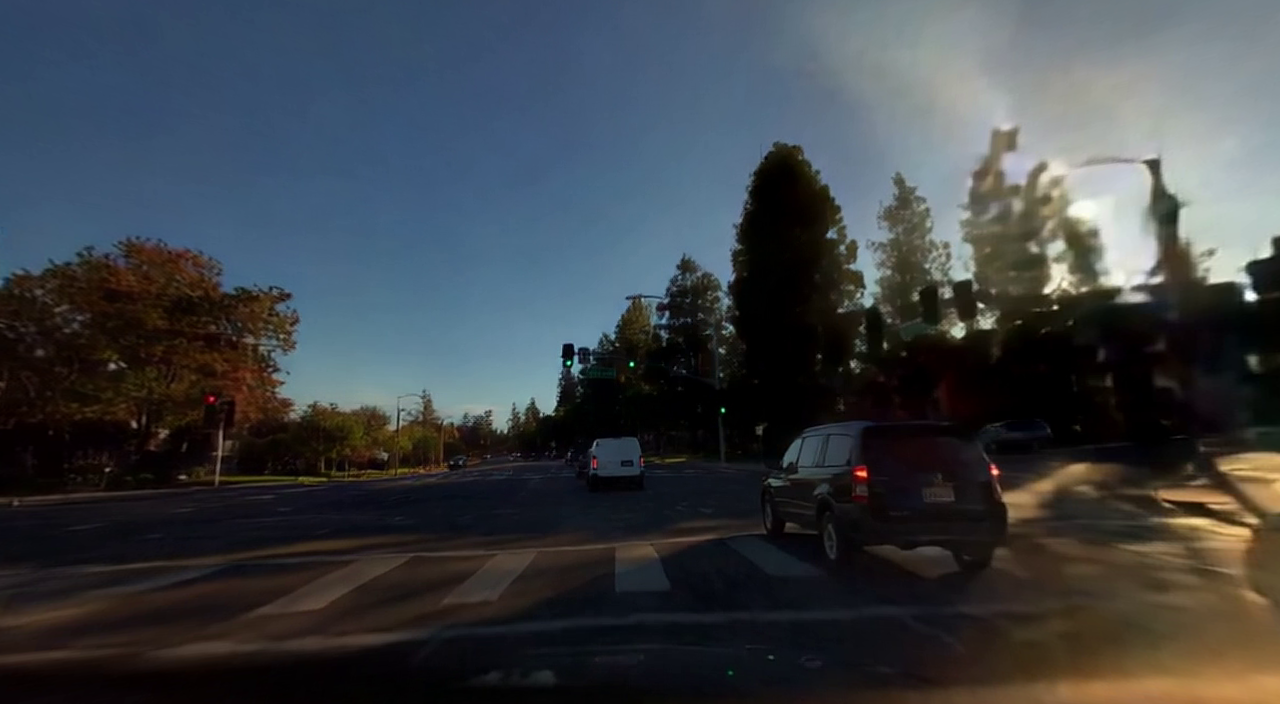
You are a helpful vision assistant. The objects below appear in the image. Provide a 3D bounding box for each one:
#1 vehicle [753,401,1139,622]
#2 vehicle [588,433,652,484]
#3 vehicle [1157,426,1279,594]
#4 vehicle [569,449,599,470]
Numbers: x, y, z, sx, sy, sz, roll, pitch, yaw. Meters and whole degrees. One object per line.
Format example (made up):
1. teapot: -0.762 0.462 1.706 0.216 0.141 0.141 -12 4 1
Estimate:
1. vehicle: 2.782 1.562 7.222 2.024 1.686 4.588 0 -8 -1
2. vehicle: -0.901 4.192 25.174 2.185 1.822 4.583 1 -8 -7
3. vehicle: 6.707 1.232 4.427 2.124 1.474 4.880 0 -8 2
4. vehicle: -4.282 8.145 48.047 1.887 1.458 4.275 1 -9 -10
